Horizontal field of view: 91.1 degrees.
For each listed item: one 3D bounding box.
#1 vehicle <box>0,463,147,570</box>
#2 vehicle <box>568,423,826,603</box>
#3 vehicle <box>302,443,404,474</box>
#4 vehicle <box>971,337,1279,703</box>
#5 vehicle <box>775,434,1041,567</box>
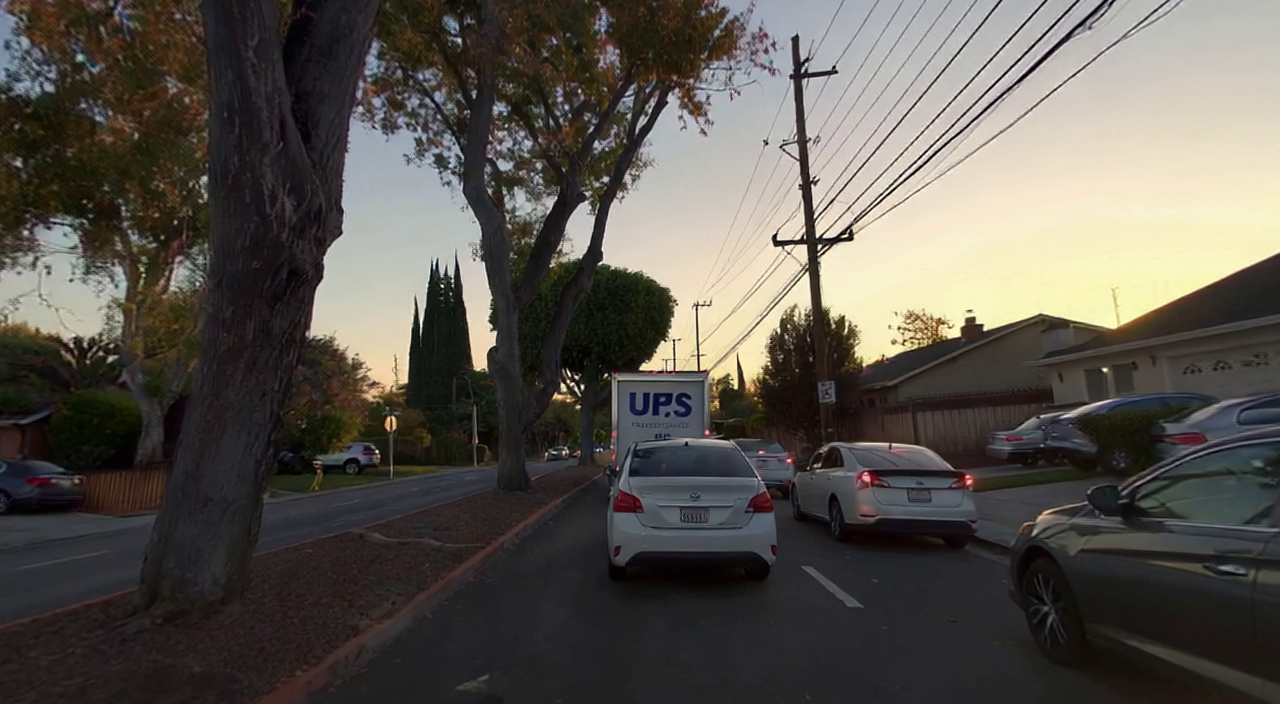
[{"bbox_3d":[-10.352,2.492,9.490,1.925,1.482,4.753,0,-8,0],"label":"vehicle"},{"bbox_3d":[0.472,1.681,7.529,2.158,1.499,4.377,0,-8,0],"label":"vehicle"},{"bbox_3d":[-17.428,6.466,38.305,5.274,1.793,1.921,0,-8,3],"label":"vehicle"},{"bbox_3d":[3.315,0.768,1.927,2.069,1.722,4.888,0,-8,2],"label":"vehicle"},{"bbox_3d":[3.503,2.010,9.354,1.993,1.479,4.487,0,-8,0],"label":"vehicle"}]
